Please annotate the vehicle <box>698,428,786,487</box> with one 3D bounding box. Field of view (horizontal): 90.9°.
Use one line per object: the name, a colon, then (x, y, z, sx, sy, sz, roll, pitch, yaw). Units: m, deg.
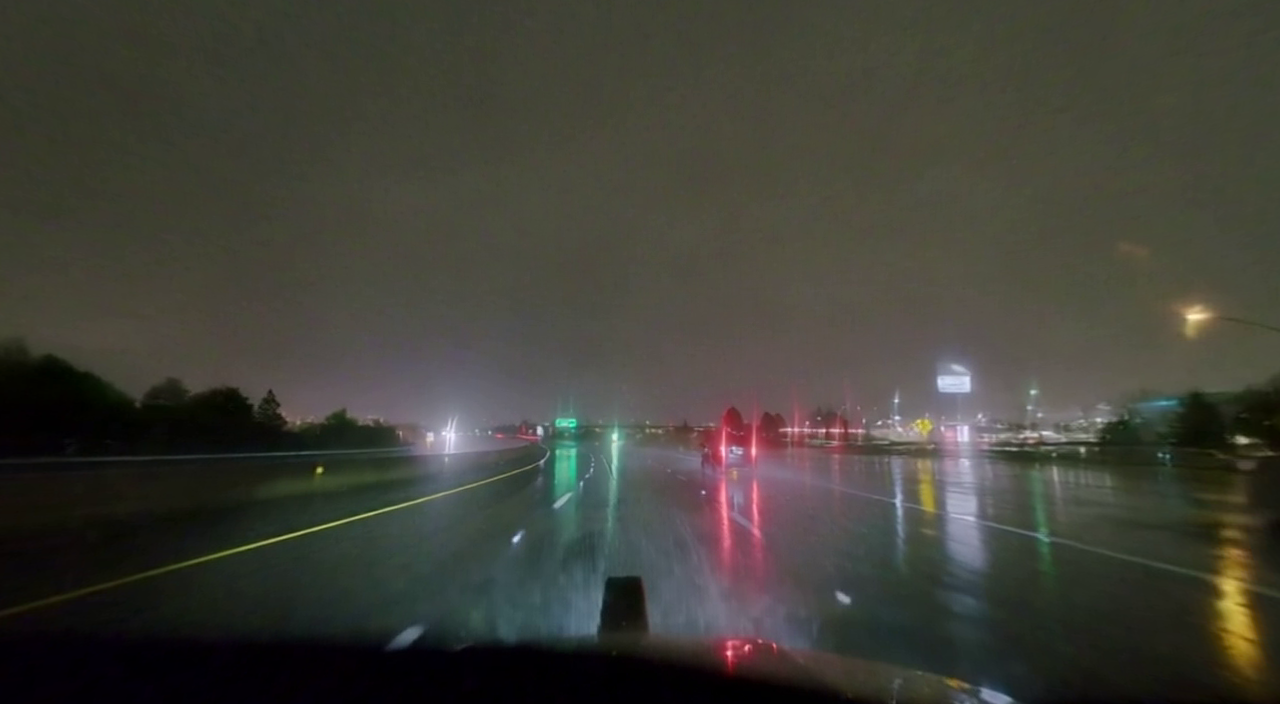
vehicle: (3.183, 3.401, 20.602, 2.059, 1.715, 4.192, 0, -8, -2)
